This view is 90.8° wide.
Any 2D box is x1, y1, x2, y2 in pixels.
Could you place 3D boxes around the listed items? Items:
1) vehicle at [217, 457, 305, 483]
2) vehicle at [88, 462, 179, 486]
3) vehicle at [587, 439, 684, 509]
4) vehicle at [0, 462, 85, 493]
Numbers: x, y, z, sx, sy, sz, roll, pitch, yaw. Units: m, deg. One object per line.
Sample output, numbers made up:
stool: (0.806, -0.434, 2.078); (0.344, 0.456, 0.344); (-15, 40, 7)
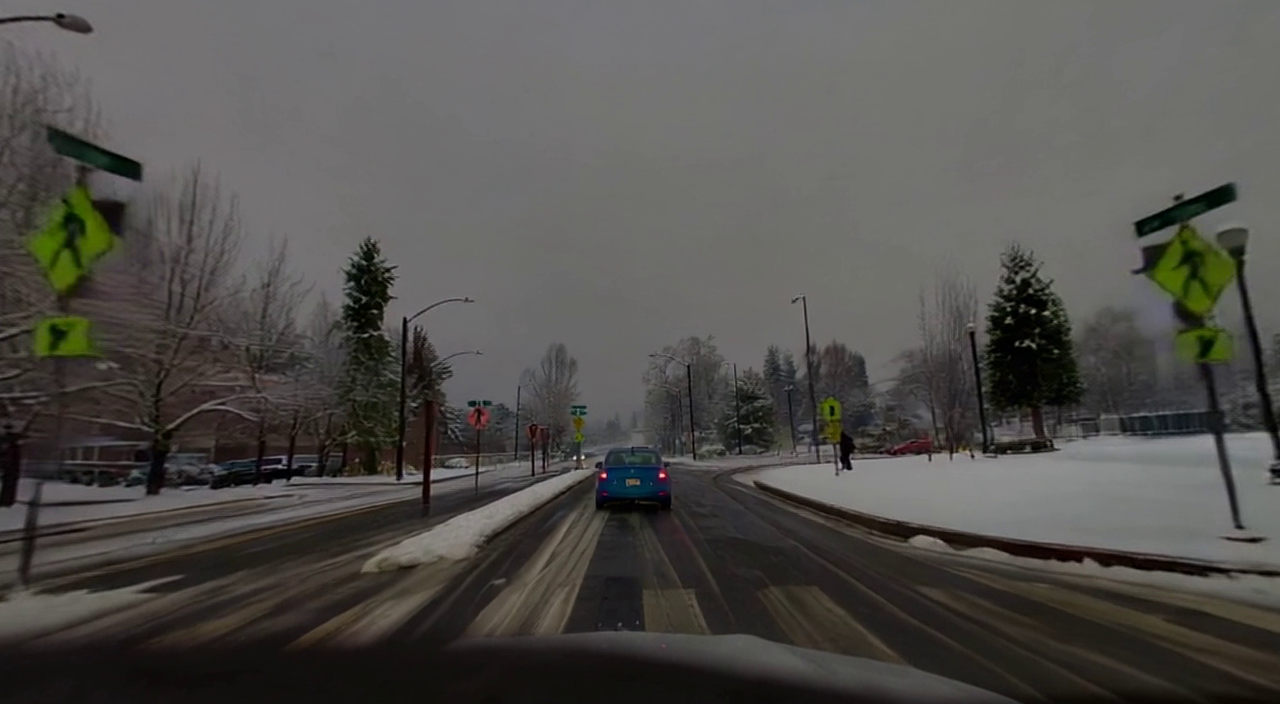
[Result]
vehicle: (-22.976, 7.158, 38.425); (4.038, 1.531, 2.015); (0, -9, -3)
vehicle: (-35.375, 8.546, 44.246); (4.500, 1.542, 2.155); (0, -9, 0)
vehicle: (-0.161, 3.137, 16.715); (2.221, 1.570, 4.398); (0, -9, -2)
vehicle: (-35.548, 7.286, 36.655); (4.466, 1.619, 2.319); (0, -8, -1)
